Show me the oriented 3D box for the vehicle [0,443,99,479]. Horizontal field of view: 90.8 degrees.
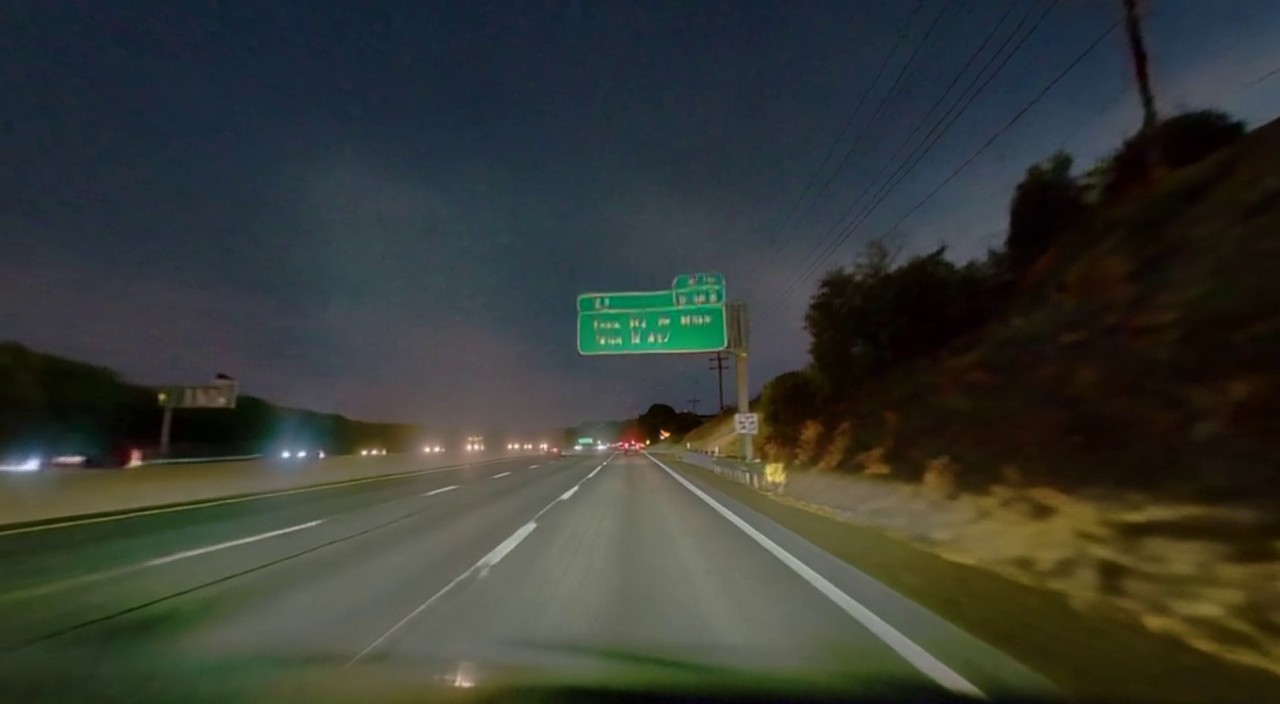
[{"bbox_3d":[-32.382,5.833,34.001,2.076,1.687,5.116,-3,-7,0],"label":"vehicle"}]
